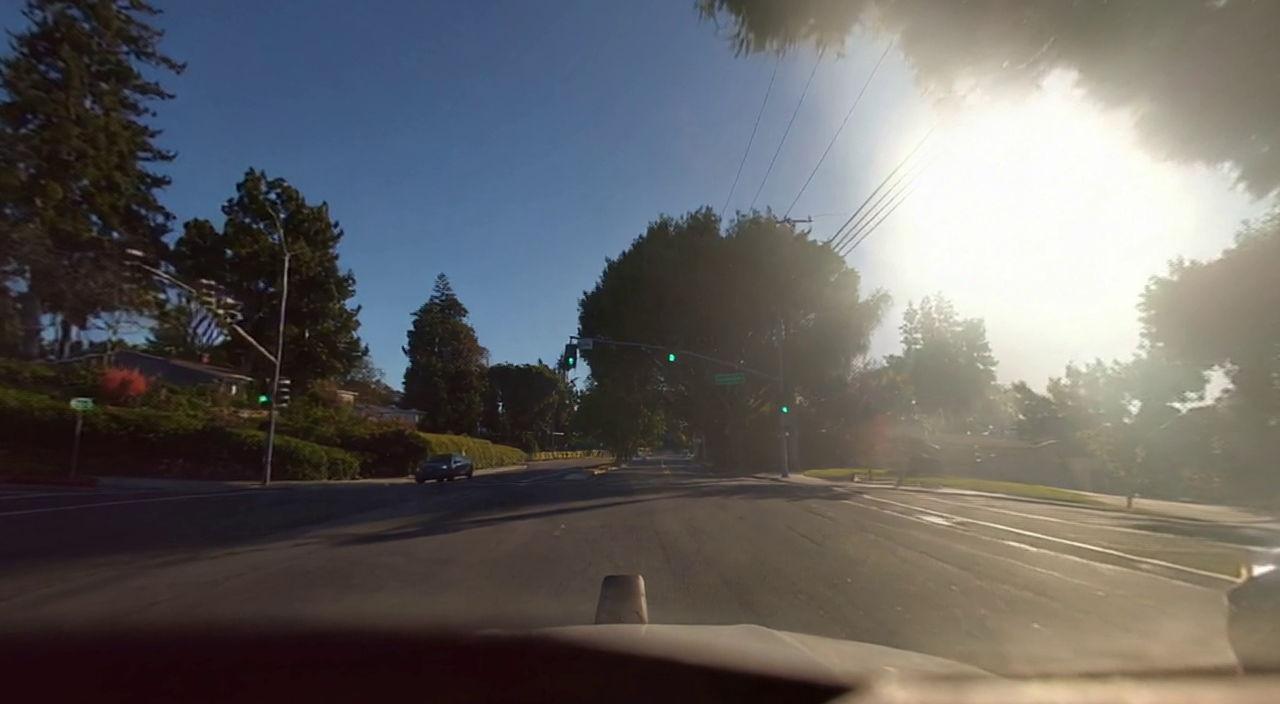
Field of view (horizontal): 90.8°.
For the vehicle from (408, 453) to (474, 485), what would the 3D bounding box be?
[{"bbox_3d":[-10.370,6.120,33.273,1.983,1.482,4.190,-1,-9,1],"label":"vehicle"}]
